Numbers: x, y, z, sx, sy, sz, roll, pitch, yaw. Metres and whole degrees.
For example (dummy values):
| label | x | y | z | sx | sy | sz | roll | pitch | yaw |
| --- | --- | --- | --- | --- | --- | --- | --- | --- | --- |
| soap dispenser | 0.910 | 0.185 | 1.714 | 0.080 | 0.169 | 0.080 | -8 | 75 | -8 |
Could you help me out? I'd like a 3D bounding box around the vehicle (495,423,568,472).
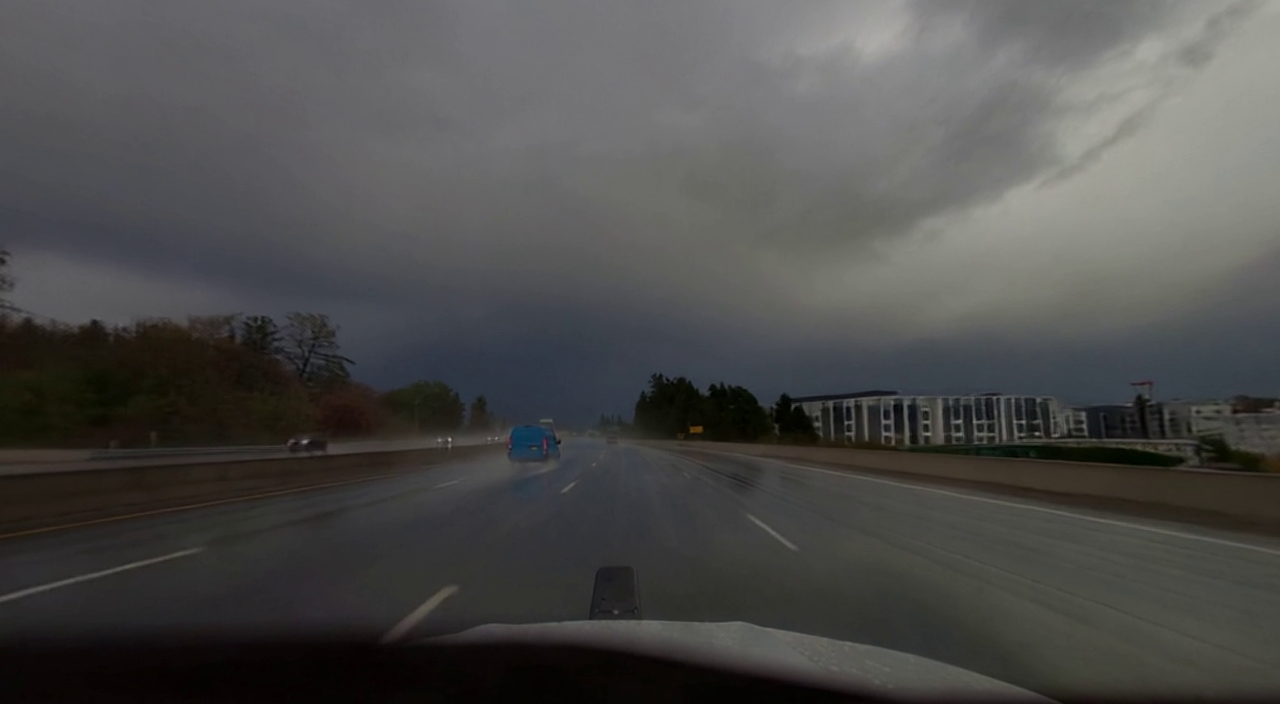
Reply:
| label | x | y | z | sx | sy | sz | roll | pitch | yaw |
| --- | --- | --- | --- | --- | --- | --- | --- | --- | --- |
| vehicle | -4.363 | 3.884 | 26.057 | 2.219 | 1.827 | 4.738 | 0 | -8 | -1 |
